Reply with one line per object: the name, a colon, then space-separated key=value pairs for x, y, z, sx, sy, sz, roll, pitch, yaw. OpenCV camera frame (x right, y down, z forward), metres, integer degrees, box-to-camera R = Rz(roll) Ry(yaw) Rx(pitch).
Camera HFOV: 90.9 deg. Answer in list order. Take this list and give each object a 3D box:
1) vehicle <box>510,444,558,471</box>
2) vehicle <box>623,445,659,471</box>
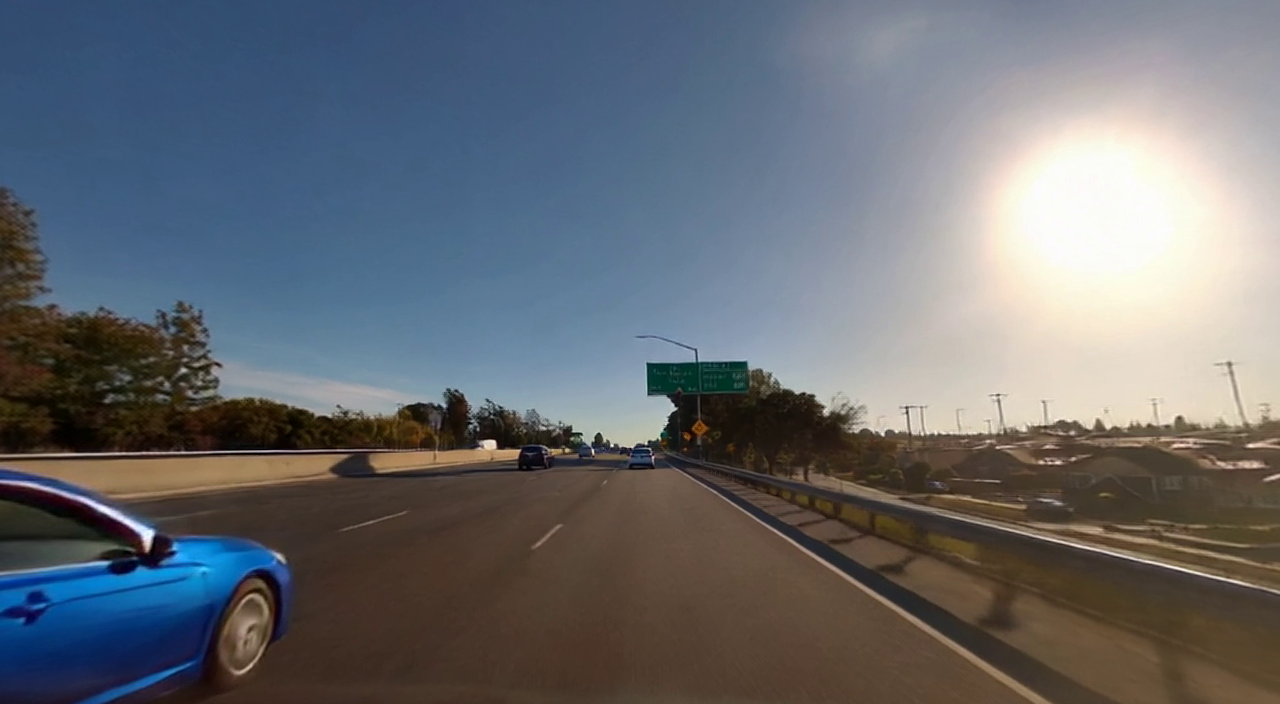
vehicle: x=-6.345 y=6.343 z=38.304 sx=2.075 sy=1.528 sz=4.327 roll=0 pitch=-8 yaw=1
vehicle: x=0.048 y=6.356 z=38.006 sx=2.051 sy=1.443 sz=3.770 roll=0 pitch=-8 yaw=0
